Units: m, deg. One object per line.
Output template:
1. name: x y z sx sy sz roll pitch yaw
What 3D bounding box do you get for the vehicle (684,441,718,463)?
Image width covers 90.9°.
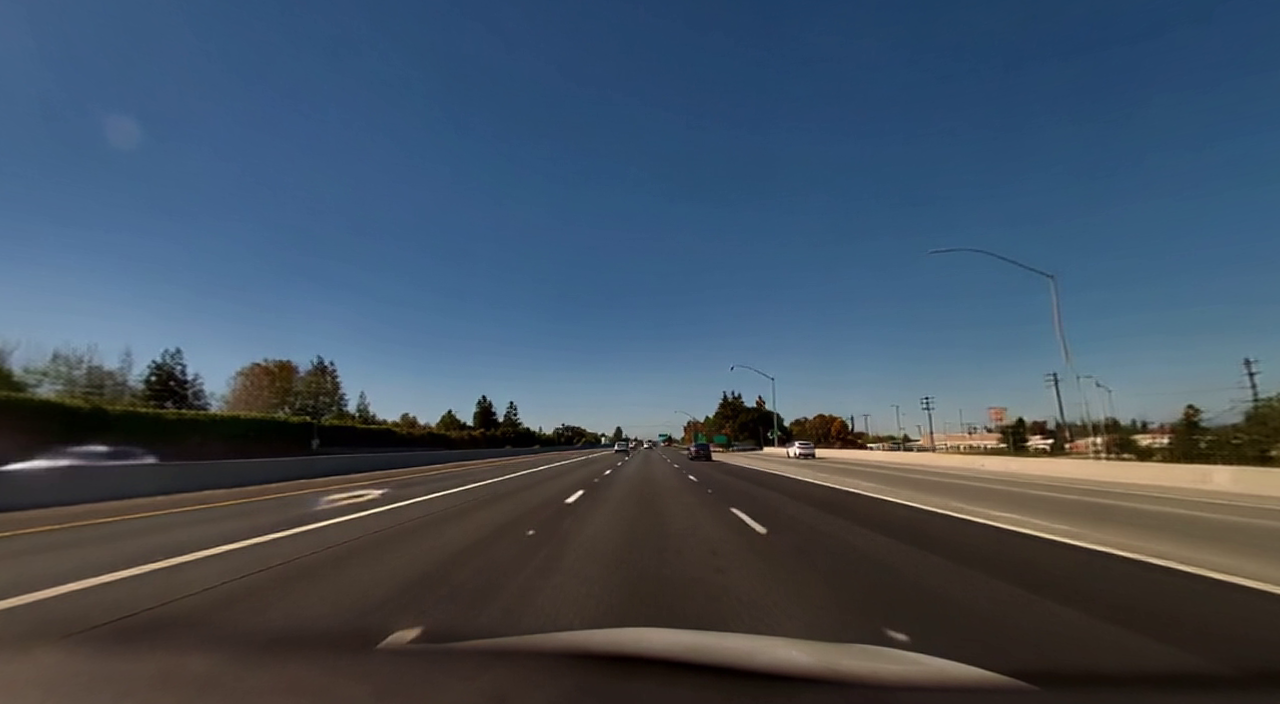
1. vehicle: 4.276 7.069 44.703 1.912 1.478 4.125 0 -8 0

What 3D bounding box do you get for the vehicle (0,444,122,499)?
1. vehicle: -17.942 3.424 18.353 1.913 1.440 4.374 0 -8 1
